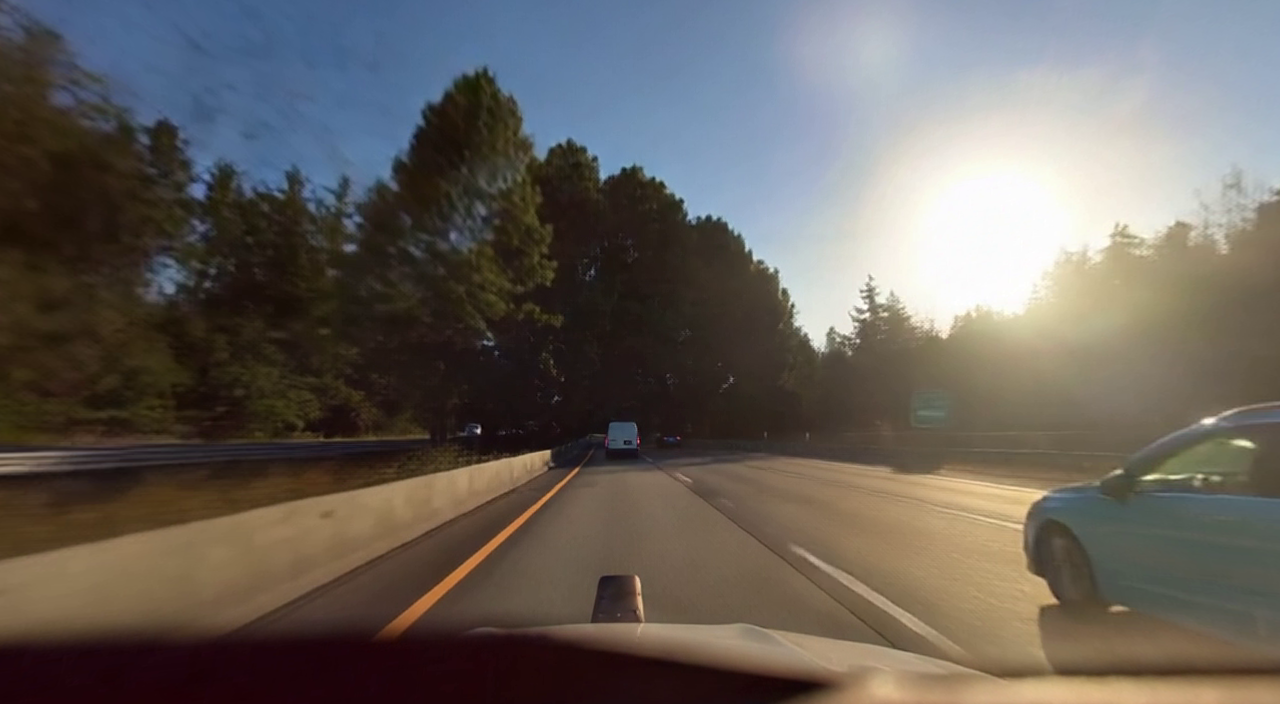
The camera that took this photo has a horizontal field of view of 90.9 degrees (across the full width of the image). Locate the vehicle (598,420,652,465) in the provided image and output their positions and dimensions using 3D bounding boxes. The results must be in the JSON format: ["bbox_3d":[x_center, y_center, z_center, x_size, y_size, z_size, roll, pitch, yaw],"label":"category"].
[{"bbox_3d":[-0.793,4.421,30.799,2.403,1.994,4.683,0,-8,-3],"label":"vehicle"}]

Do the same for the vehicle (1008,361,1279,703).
[{"bbox_3d":[3.566,0.796,2.180,2.078,1.600,4.012,0,-8,-1],"label":"vehicle"}]

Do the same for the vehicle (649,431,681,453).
[{"bbox_3d":[1.879,6.922,48.407,1.996,1.589,3.715,0,-8,-4],"label":"vehicle"}]
